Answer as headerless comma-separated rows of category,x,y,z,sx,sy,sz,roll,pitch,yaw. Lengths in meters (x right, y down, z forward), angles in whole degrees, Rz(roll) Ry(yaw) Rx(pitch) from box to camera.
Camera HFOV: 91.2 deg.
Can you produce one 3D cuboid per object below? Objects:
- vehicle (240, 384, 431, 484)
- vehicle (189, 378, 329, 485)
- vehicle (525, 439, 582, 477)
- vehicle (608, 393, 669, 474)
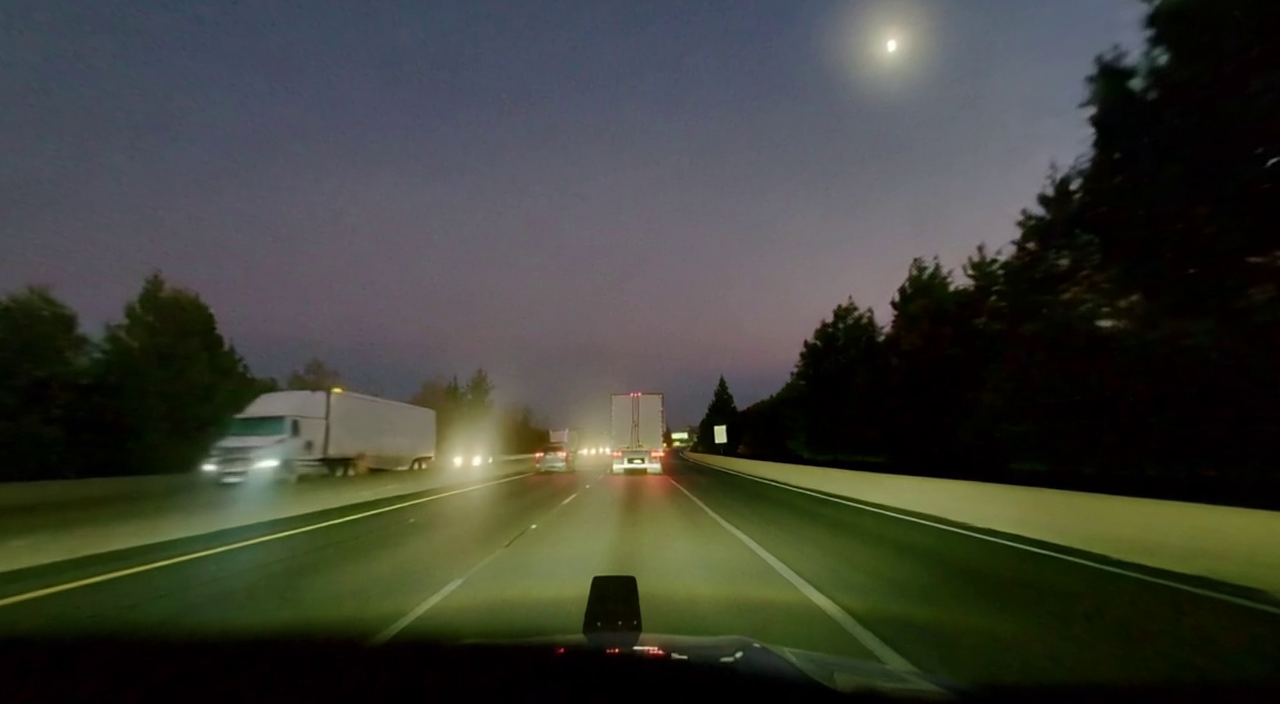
vehicle,-14.938,4.476,33.011,2.929,4.123,14.002,0,-9,1
vehicle,-14.909,3.197,24.928,2.869,3.906,3.898,0,-9,0
vehicle,-4.030,5.016,29.757,2.112,1.645,4.129,0,-9,0
vehicle,-0.106,4.949,37.132,3.100,4.091,10.664,0,-9,0
